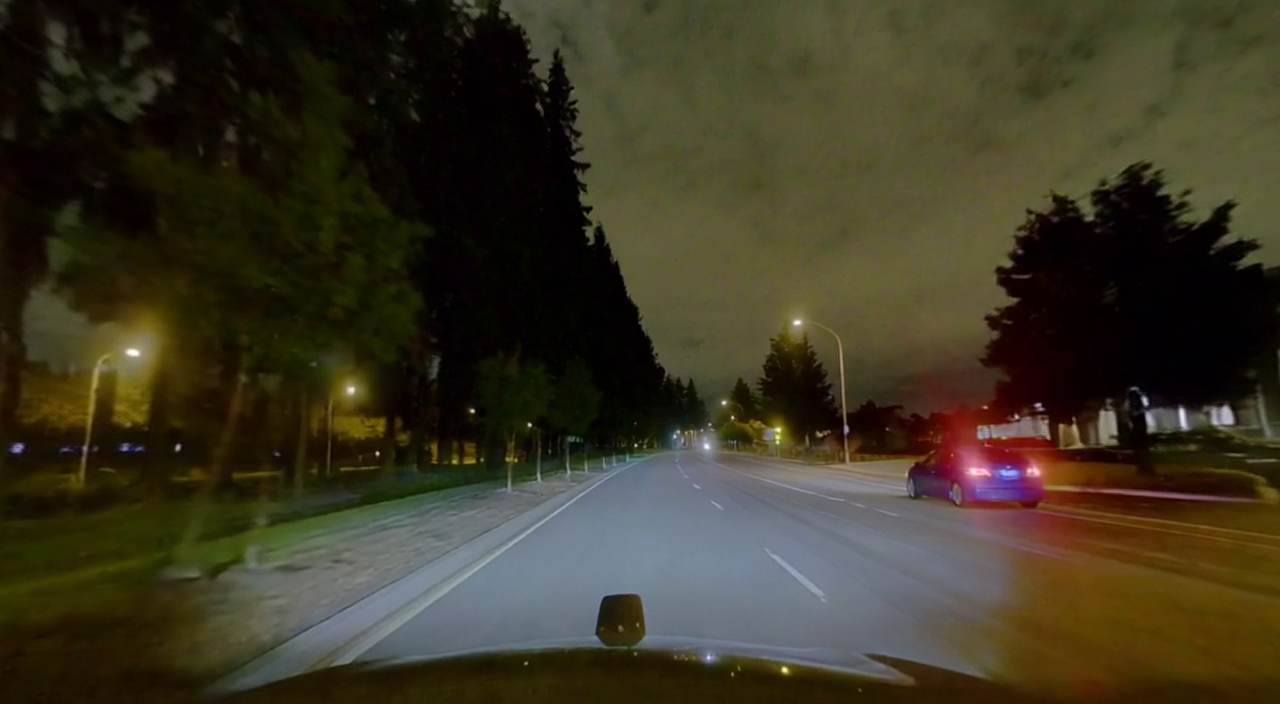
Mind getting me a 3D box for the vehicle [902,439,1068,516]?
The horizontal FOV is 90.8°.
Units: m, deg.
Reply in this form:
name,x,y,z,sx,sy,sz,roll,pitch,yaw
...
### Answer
name,x,y,z,sx,sy,sz,roll,pitch,yaw
vehicle,7.587,2.759,14.319,1.797,1.518,3.433,0,-9,1
